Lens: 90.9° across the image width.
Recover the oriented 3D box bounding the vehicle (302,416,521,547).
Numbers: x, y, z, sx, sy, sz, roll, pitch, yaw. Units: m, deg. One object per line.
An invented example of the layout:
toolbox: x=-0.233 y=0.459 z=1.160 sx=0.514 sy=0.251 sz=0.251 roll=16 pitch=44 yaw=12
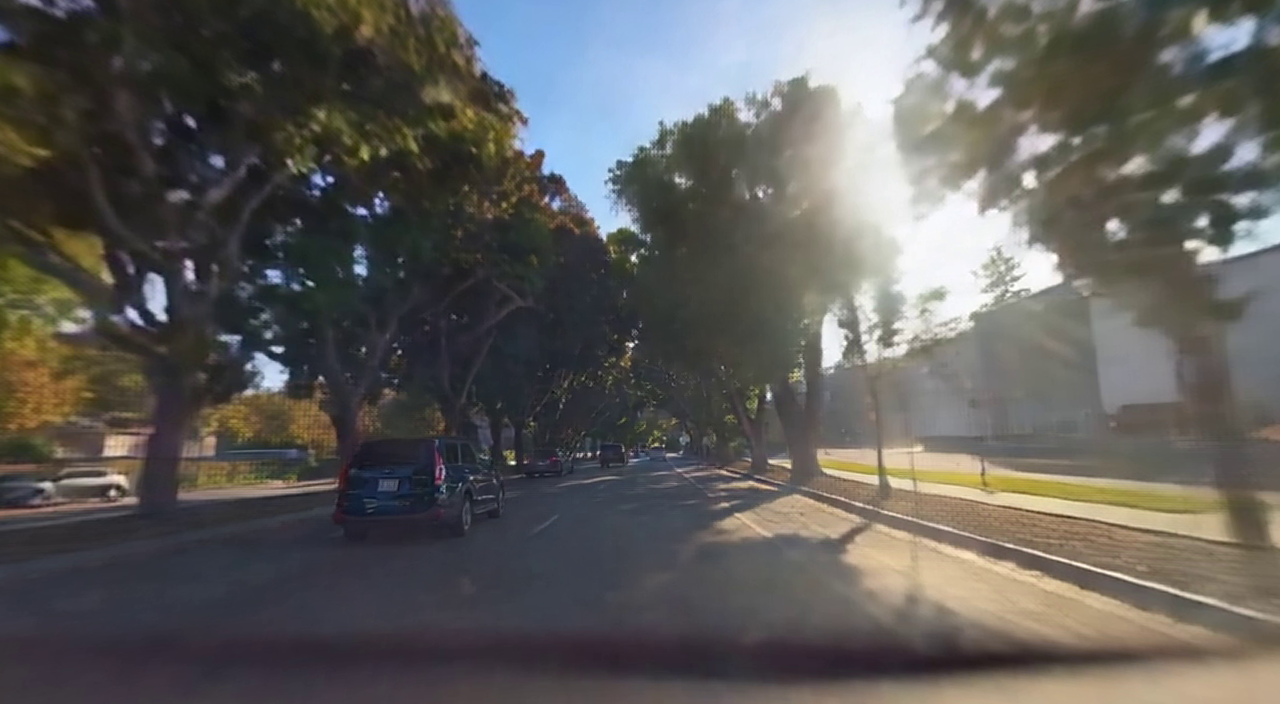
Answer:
vehicle: x=-3.528 y=2.088 z=10.814 sx=2.123 sy=1.761 sz=4.322 roll=0 pitch=-9 yaw=0

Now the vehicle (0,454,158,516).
vehicle: x=-22.336 y=5.020 z=24.517 sx=2.259 sy=1.943 sz=5.934 roll=0 pitch=-8 yaw=2

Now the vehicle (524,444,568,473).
vehicle: x=-5.820 y=6.645 z=39.540 sx=1.985 sy=1.708 sz=4.310 roll=-1 pitch=-9 yaw=2
